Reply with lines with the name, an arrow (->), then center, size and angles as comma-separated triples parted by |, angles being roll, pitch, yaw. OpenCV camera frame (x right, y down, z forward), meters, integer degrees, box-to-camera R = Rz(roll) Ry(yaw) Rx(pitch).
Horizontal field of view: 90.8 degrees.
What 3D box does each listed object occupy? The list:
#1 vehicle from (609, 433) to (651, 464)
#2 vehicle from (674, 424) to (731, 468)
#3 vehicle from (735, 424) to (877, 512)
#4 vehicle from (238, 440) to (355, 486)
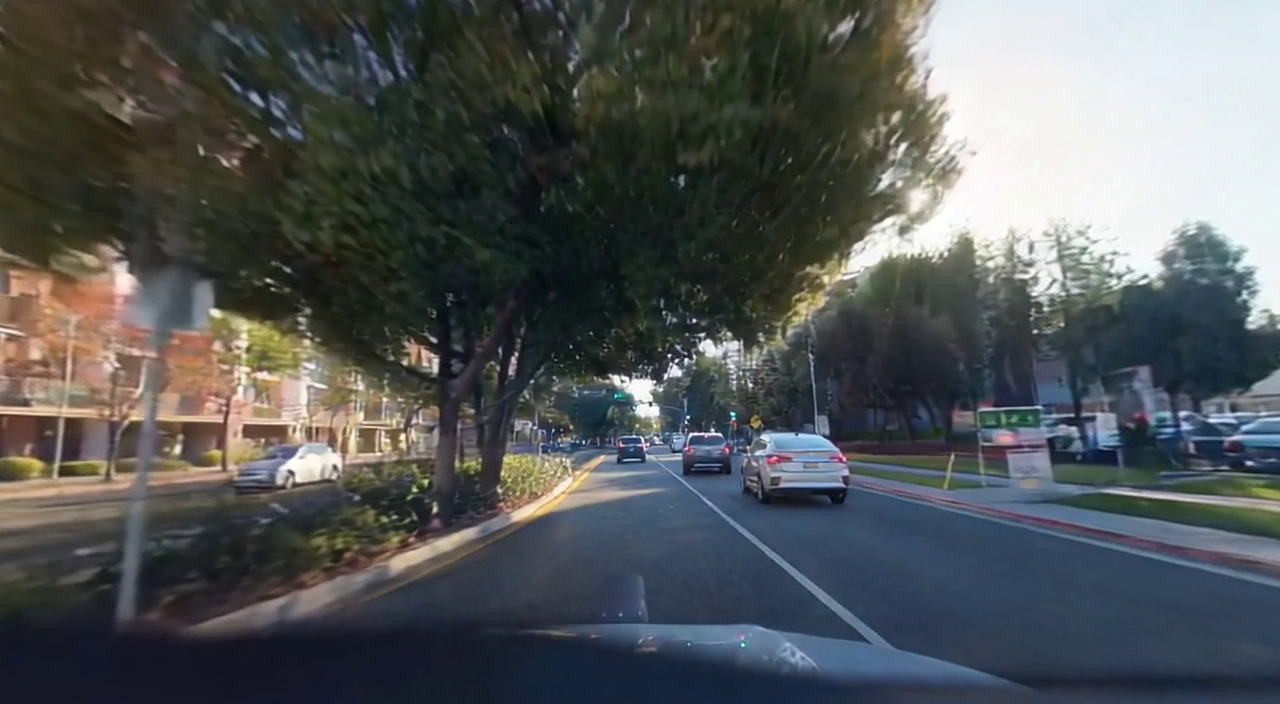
vehicle -> -0.557, 5.122, 33.622 | 2.059, 1.492, 3.925 | 0, -8, -2
vehicle -> 2.805, 4.409, 29.667 | 2.206, 1.858, 5.332 | 0, -8, 1
vehicle -> 3.426, 2.478, 13.941 | 1.906, 1.608, 4.137 | 0, -8, -1
vehicle -> -12.729, 4.129, 23.816 | 1.926, 1.446, 4.565 | -3, -8, -1
